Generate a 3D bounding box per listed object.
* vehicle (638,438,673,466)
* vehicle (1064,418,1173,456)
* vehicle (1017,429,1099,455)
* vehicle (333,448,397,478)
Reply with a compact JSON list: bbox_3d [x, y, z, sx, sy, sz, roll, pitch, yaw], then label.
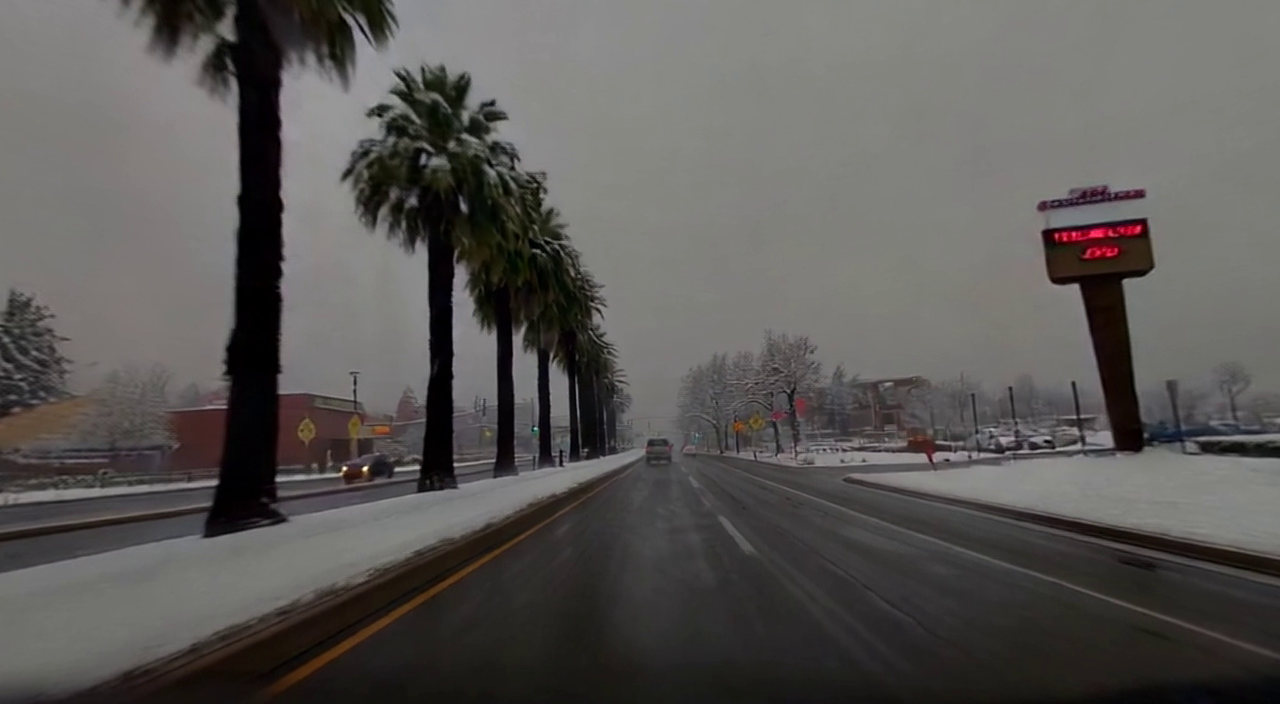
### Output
[{"bbox_3d":[1.043,6.636,41.990,2.147,1.745,4.648,0,-8,2],"label":"vehicle"},{"bbox_3d":[24.795,4.471,32.992,2.194,1.840,4.659,-1,-8,3],"label":"vehicle"},{"bbox_3d":[25.279,5.508,38.408,1.830,1.467,4.871,-1,-8,2],"label":"vehicle"},{"bbox_3d":[-17.258,6.949,39.918,1.939,1.710,4.543,0,-8,1],"label":"vehicle"}]
